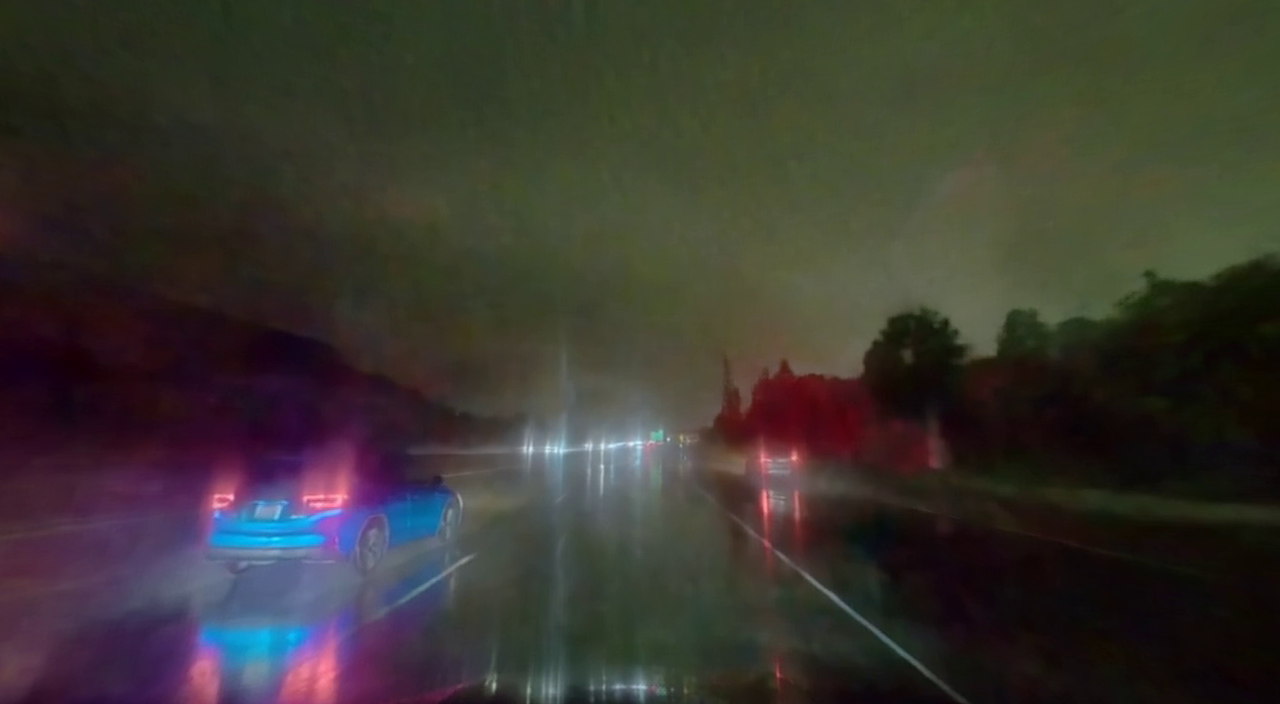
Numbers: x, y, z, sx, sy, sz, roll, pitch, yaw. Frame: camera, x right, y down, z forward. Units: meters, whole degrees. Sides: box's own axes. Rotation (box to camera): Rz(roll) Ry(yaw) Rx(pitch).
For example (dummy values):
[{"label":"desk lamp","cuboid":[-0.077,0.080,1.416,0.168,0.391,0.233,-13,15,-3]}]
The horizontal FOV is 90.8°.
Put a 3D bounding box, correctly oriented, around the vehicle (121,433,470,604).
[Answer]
[{"label":"vehicle","cuboid":[-3.558,1.758,7.510,1.935,1.479,3.787,0,-9,1]}]
